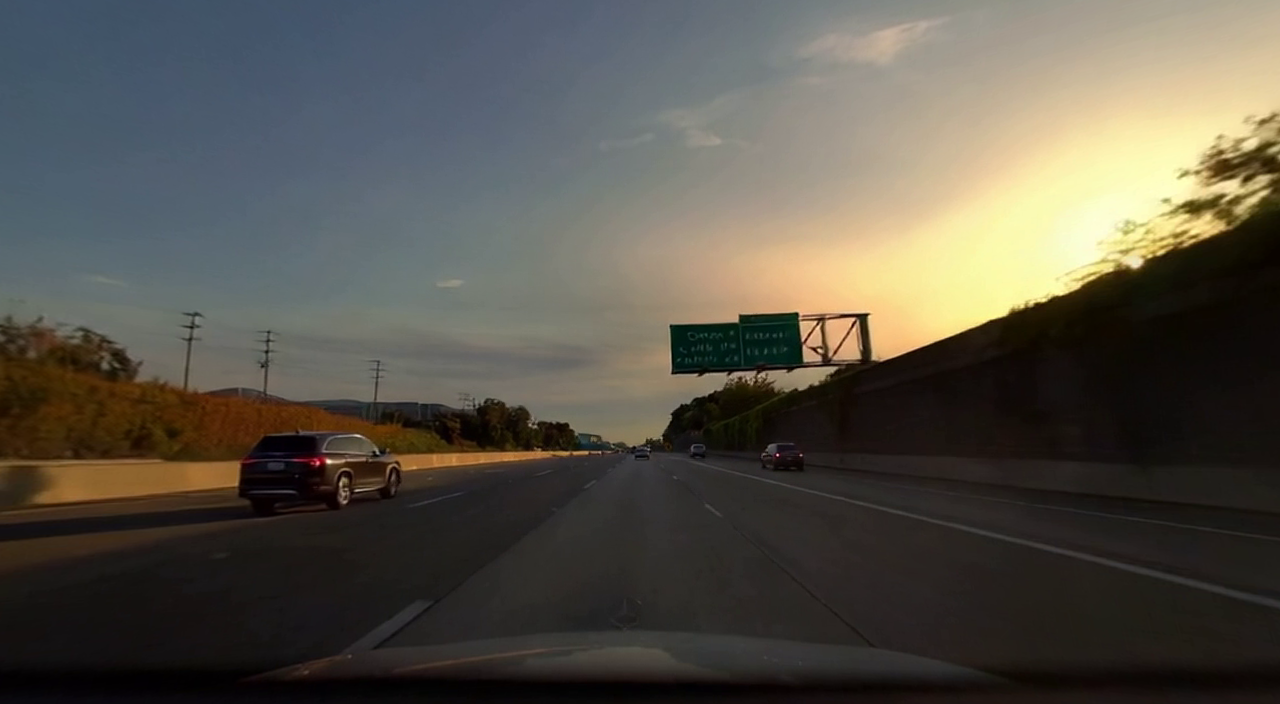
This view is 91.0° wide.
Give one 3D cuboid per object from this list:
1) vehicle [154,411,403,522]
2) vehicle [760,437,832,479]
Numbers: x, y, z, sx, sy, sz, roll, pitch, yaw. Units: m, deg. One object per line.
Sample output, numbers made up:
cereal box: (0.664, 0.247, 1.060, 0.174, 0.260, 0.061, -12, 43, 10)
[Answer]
vehicle: (-7.568, 2.483, 14.094, 2.431, 2.005, 5.166, 0, -9, 1)
vehicle: (7.073, 4.879, 29.114, 2.167, 1.781, 4.340, 0, -9, -1)
